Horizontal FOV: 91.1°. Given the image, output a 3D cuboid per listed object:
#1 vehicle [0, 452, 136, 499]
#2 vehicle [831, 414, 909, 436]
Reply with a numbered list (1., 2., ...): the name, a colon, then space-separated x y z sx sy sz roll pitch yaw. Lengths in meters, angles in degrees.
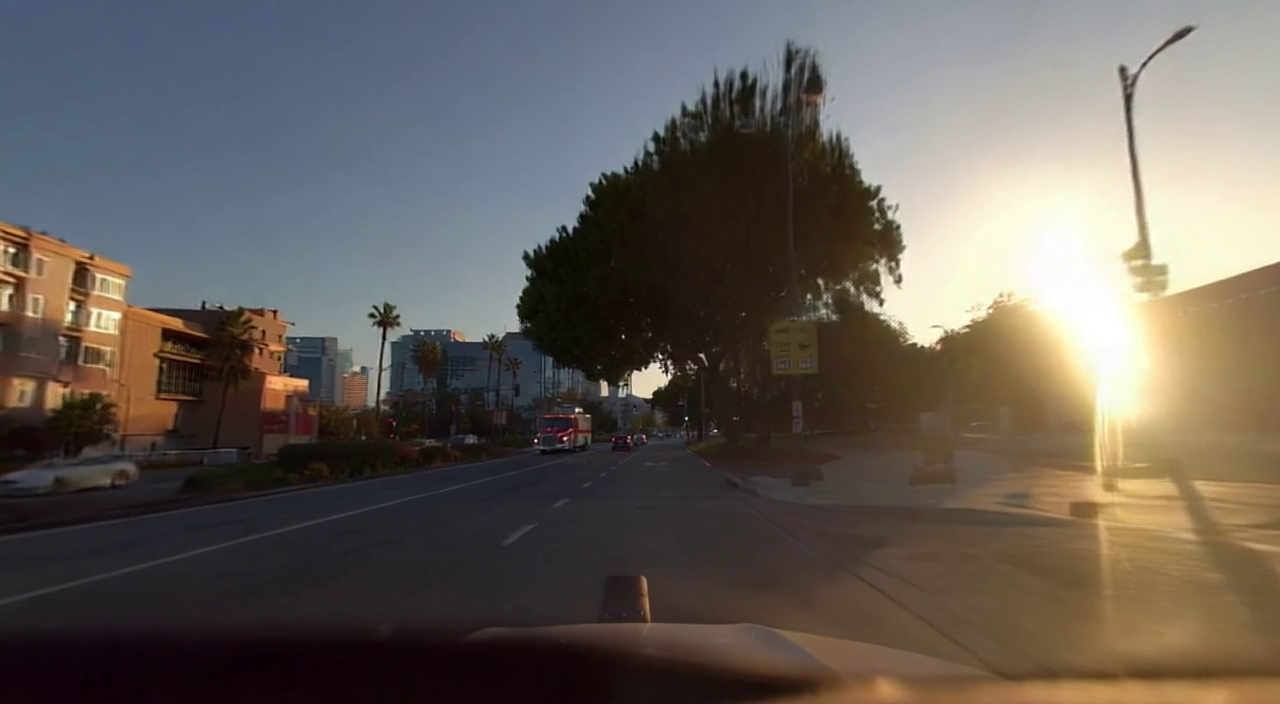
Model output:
1. vehicle: -22.181 4.627 23.965 1.945 1.504 4.566 0 -8 2
2. vehicle: 15.863 5.056 43.504 4.663 1.457 2.045 -1 -6 3
